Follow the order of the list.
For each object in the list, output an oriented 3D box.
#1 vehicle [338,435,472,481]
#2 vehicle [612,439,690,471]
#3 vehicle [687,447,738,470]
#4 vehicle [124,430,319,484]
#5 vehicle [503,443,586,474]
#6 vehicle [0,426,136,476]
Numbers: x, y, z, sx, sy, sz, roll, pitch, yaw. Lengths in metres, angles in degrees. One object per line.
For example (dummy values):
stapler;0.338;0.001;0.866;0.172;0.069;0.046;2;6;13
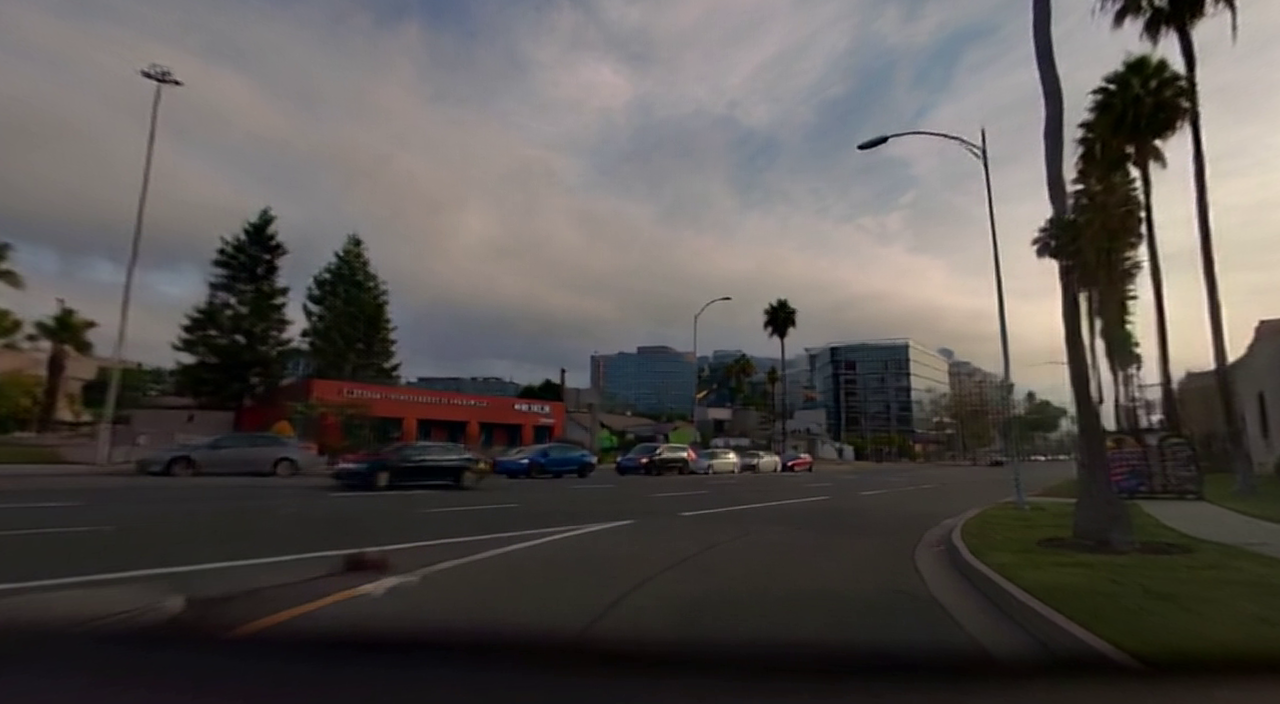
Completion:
vehicle;-8.771;3.958;23.785;1.844;1.543;4.356;-6;-10;37
vehicle;0.799;6.742;41.304;2.184;1.904;5.617;-9;-12;37
vehicle;5.441;7.878;46.686;1.813;1.535;4.306;-6;-11;37
vehicle;-14.022;3.553;21.381;1.865;1.593;5.112;-9;-12;37
vehicle;-5.049;5.668;33.516;1.857;1.474;4.291;-9;-12;36
vehicle;-24.285;3.986;25.383;2.071;1.839;5.616;-6;-10;37
